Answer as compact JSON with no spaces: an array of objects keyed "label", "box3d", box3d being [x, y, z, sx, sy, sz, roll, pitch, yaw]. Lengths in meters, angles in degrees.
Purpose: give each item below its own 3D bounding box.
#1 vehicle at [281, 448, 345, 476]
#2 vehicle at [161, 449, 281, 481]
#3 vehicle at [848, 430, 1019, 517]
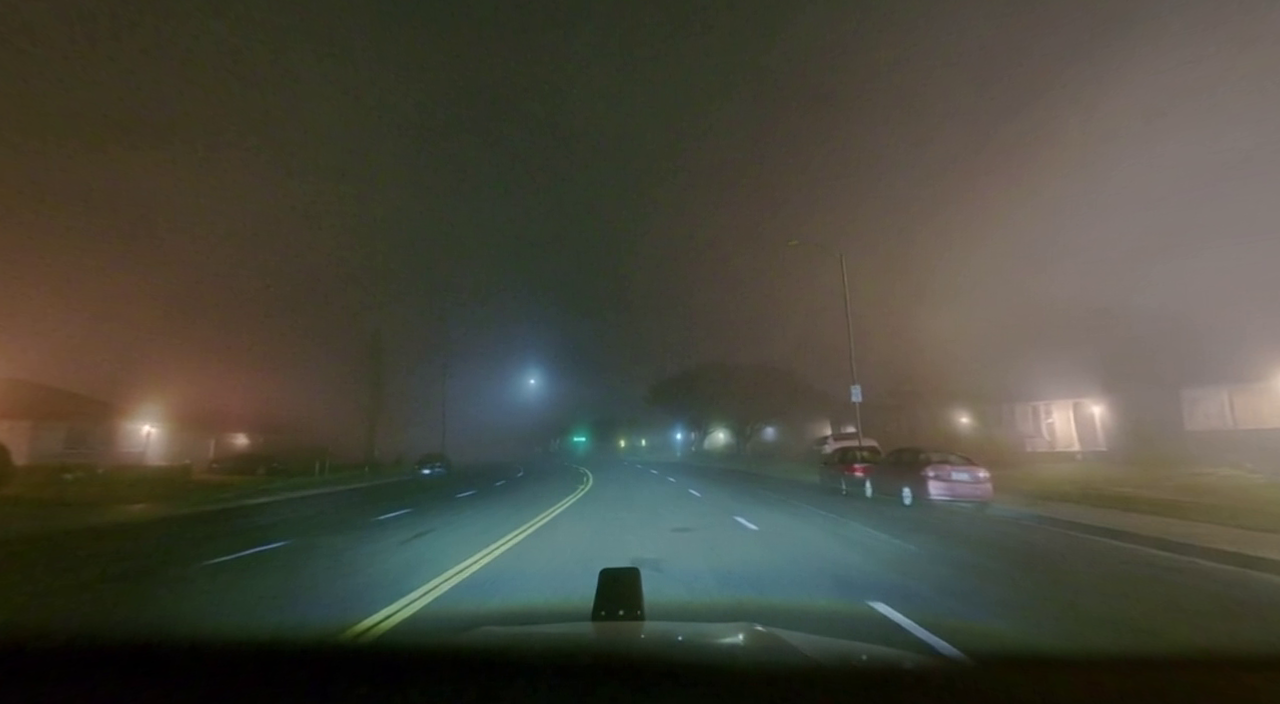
[{"label":"vehicle","box3d":[-18.810,6.313,36.598,1.998,1.492,4.660,1,-9,-11]},{"label":"vehicle","box3d":[-20.159,5.430,30.540,4.367,1.466,1.980,0,-8,-2]},{"label":"vehicle","box3d":[6.763,2.823,15.255,1.996,1.745,4.556,0,-8,1]}]
